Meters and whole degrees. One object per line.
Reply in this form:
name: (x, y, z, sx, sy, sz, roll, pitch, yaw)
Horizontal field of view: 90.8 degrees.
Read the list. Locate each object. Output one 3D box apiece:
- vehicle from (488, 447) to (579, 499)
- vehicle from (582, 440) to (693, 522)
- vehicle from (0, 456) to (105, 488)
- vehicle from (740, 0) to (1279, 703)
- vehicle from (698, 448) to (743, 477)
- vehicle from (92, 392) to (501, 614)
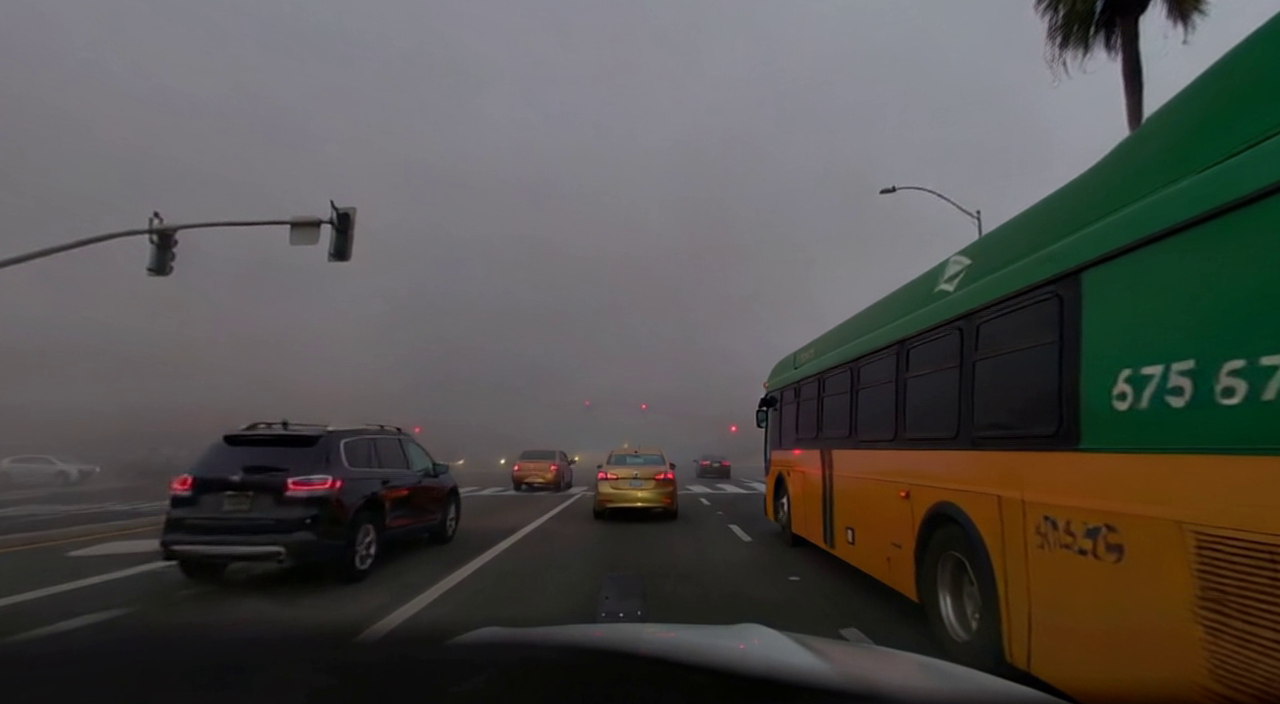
vehicle: (-3.164, 3.679, 19.661, 1.919, 1.415, 4.178, 0, -9, 2)
vehicle: (-0.034, 2.678, 13.635, 2.060, 1.499, 3.831, 0, -9, 0)
vehicle: (-36.851, 7.434, 39.343, 4.855, 1.812, 2.153, 1, -9, -6)
vehicle: (3.709, 0.308, 6.819, 3.068, 4.026, 13.534, 0, -9, 0)
vehicle: (4.355, 6.012, 34.725, 1.989, 1.467, 4.364, 0, -9, 1)
vehicle: (-3.408, 1.625, 7.797, 2.145, 1.824, 4.974, 0, -9, 1)
